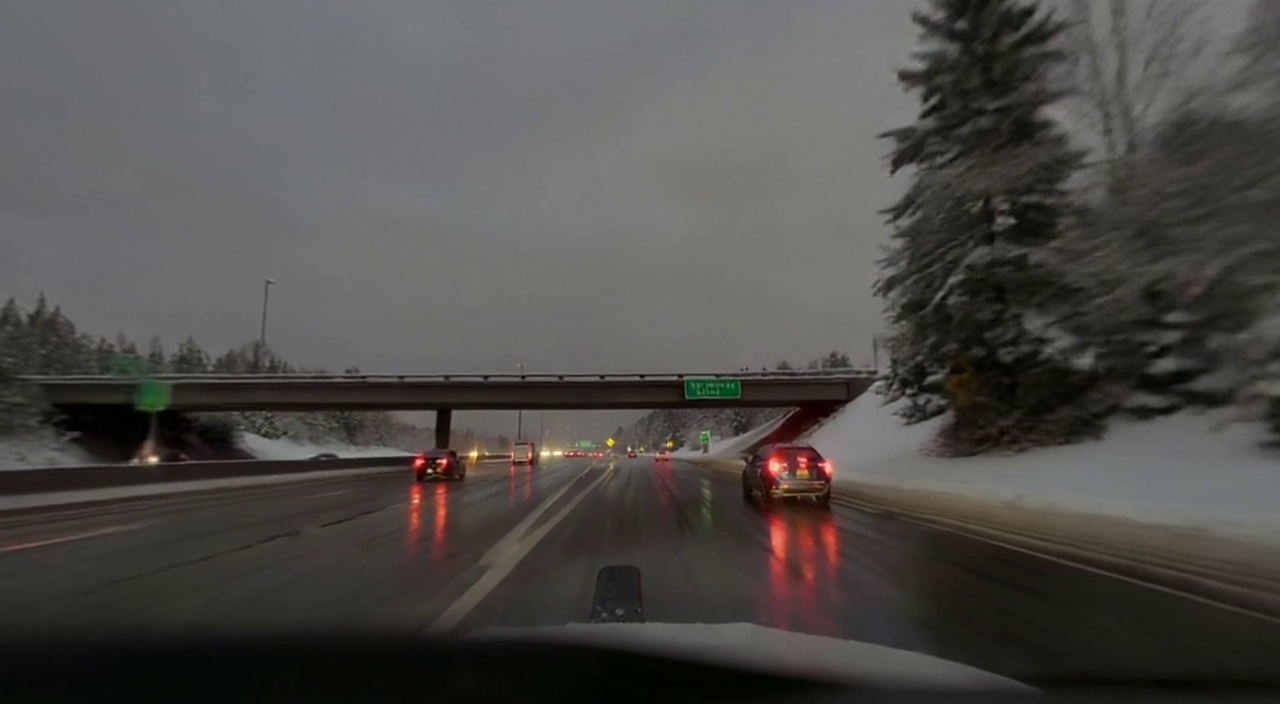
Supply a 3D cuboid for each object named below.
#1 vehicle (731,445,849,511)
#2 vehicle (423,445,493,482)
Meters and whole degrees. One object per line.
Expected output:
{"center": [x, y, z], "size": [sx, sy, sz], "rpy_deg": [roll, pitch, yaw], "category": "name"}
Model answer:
{"center": [3.860, 3.314, 17.073], "size": [2.079, 1.535, 4.316], "rpy_deg": [0, -9, -1], "category": "vehicle"}
{"center": [-8.417, 5.178, 29.585], "size": [2.072, 1.545, 4.687], "rpy_deg": [1, -9, -3], "category": "vehicle"}
